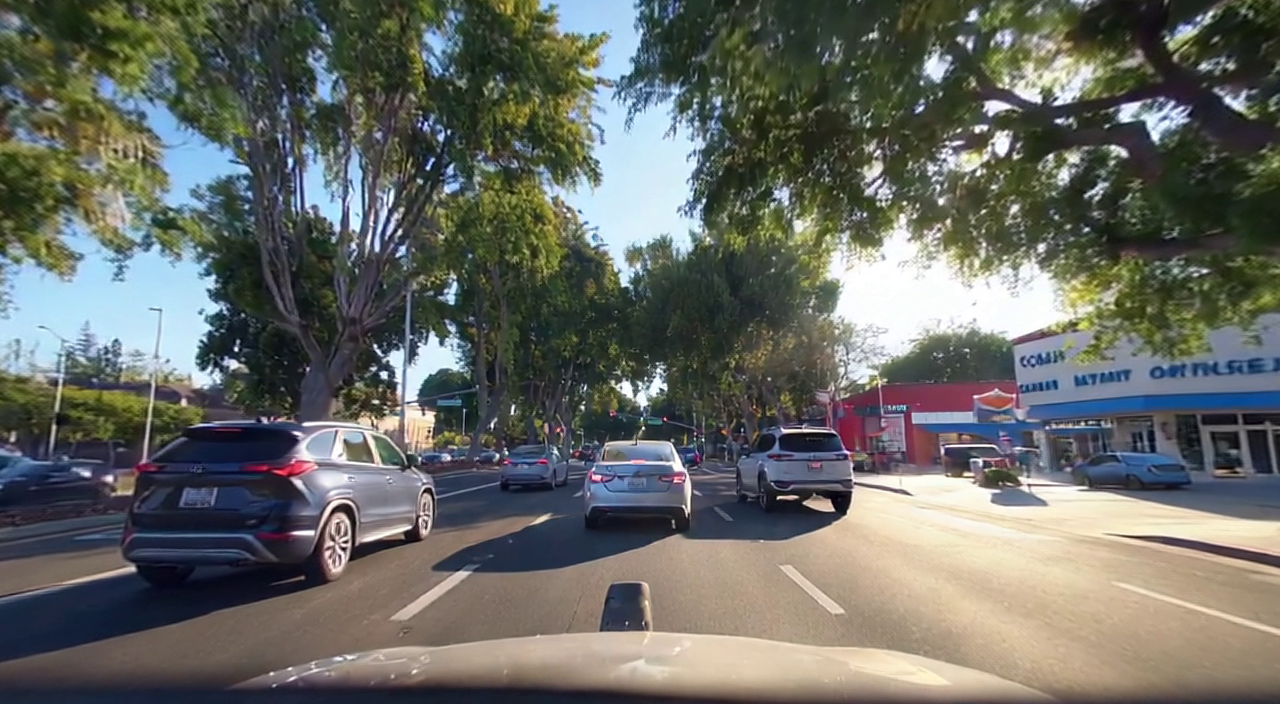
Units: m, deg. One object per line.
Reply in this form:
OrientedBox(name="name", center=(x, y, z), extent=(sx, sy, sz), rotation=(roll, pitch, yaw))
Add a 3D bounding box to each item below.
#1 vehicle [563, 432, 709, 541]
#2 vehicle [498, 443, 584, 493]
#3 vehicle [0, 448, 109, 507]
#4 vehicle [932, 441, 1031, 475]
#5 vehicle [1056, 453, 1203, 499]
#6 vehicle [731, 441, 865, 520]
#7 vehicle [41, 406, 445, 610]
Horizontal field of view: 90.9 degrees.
OrientedBox(name="vehicle", center=(-0.064, 2.265, 11.276), extent=(2.121, 1.563, 4.031), rotation=(0, -8, 0))
OrientedBox(name="vehicle", center=(-3.208, 3.870, 21.422), extent=(2.126, 1.490, 4.265), rotation=(0, -8, 2))
OrientedBox(name="vehicle", center=(-19.160, 3.765, 19.175), extent=(1.920, 1.623, 4.607), rotation=(0, -8, 1))
OrientedBox(name="vehicle", center=(18.007, 5.577, 33.402), extent=(1.907, 1.669, 4.147), rotation=(5, -9, -28))
OrientedBox(name="vehicle", center=(17.392, 4.374, 22.750), extent=(1.860, 1.408, 4.631), rotation=(-1, -8, 4))
OrientedBox(name="vehicle", center=(3.354, 2.791, 14.302), extent=(1.979, 1.485, 4.207), rotation=(0, -8, 0))
OrientedBox(name="vehicle", center=(-3.940, 1.590, 7.308), extent=(1.983, 1.685, 3.997), rotation=(0, -8, 1))
